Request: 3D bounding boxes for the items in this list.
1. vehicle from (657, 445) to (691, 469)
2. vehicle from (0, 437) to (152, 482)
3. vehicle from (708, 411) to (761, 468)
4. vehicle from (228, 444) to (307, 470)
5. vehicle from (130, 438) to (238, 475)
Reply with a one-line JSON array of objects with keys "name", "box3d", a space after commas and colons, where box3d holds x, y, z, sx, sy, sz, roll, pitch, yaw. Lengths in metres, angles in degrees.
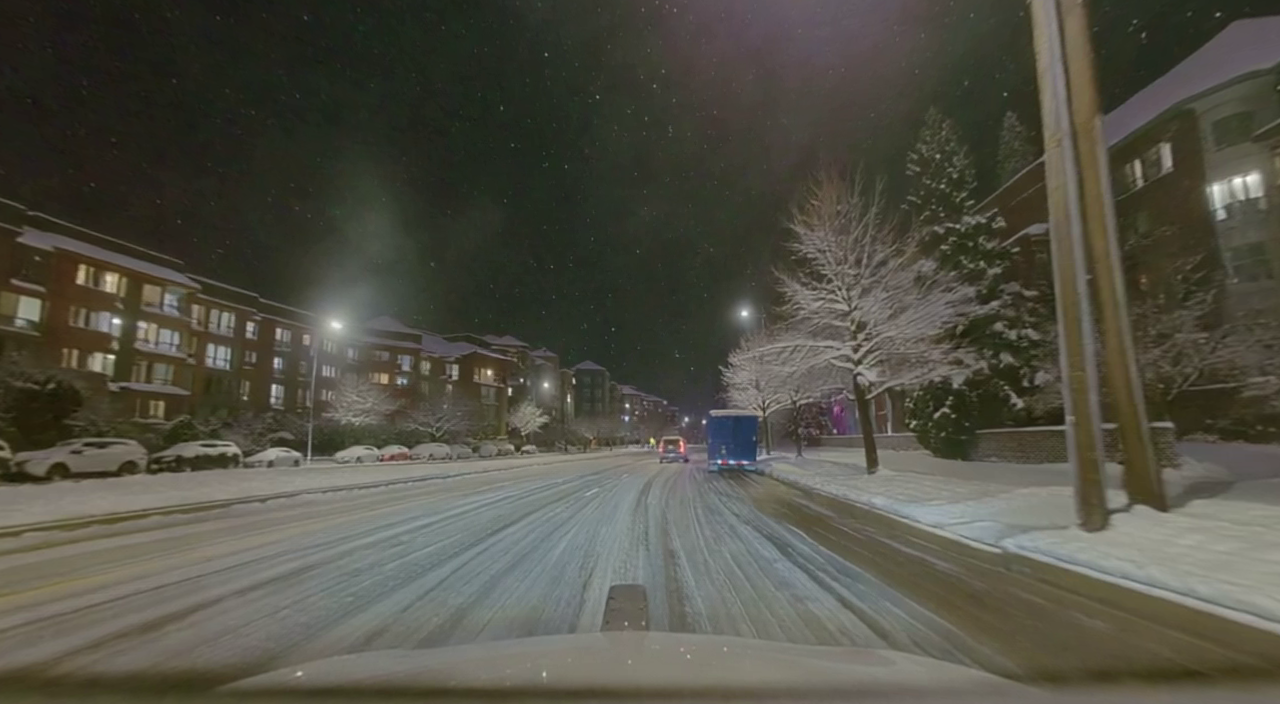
[{"name": "vehicle", "box3d": [2.122, 6.375, 38.629, 1.871, 1.370, 4.206, -1, -8, 6]}, {"name": "vehicle", "box3d": [-24.713, 4.645, 27.631, 2.213, 1.750, 5.149, -1, -8, 4]}, {"name": "vehicle", "box3d": [5.949, 5.741, 41.118, 2.945, 3.277, 8.473, -1, -8, 6]}, {"name": "vehicle", "box3d": [-23.814, 6.717, 40.519, 1.900, 1.454, 4.757, -3, -8, 5]}, {"name": "vehicle", "box3d": [-24.194, 5.532, 33.717, 2.040, 1.765, 4.635, -2, -8, 6]}]
